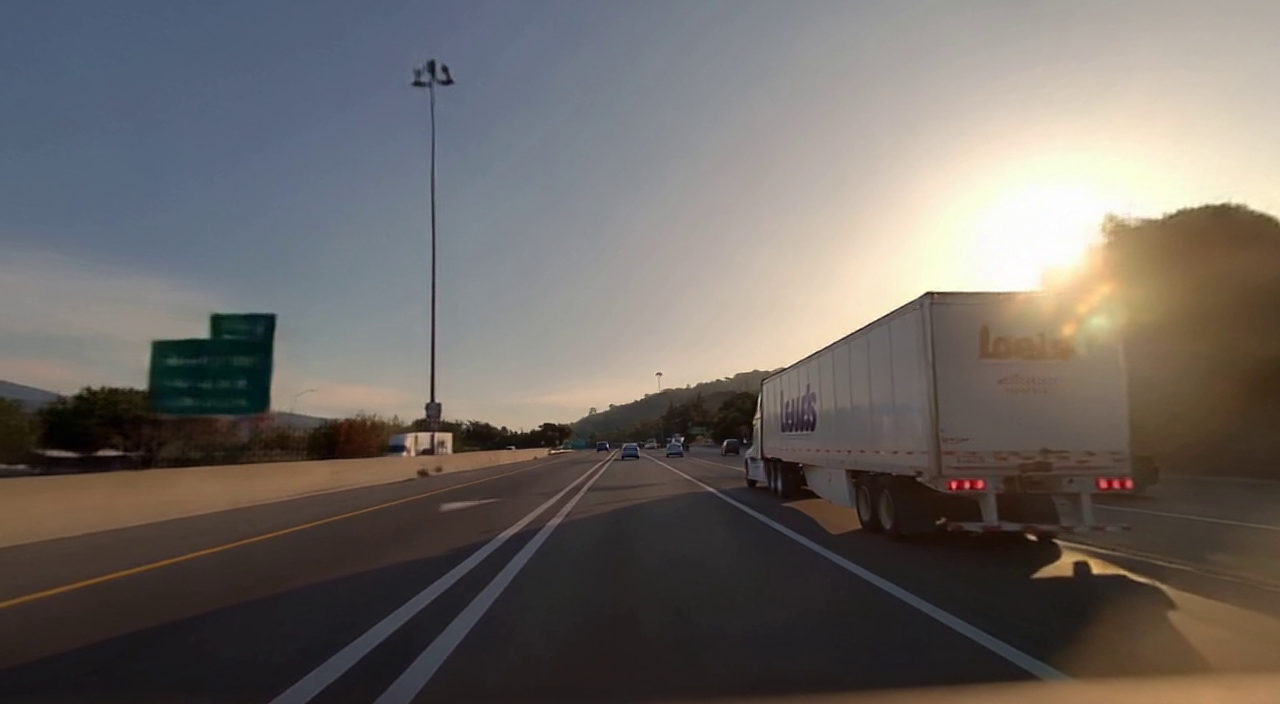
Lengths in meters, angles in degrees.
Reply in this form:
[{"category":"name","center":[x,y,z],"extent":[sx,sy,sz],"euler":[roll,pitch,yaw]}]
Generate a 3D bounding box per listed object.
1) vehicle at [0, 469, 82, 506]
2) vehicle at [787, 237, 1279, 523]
[{"category":"vehicle","center":[-30.373,6.626,31.076],"extent":[1.829,1.517,4.390],"euler":[0,-9,-1]},{"category":"vehicle","center":[7.685,1.568,17.279],"extent":[2.892,4.128,16.495],"euler":[0,-9,-2]}]
